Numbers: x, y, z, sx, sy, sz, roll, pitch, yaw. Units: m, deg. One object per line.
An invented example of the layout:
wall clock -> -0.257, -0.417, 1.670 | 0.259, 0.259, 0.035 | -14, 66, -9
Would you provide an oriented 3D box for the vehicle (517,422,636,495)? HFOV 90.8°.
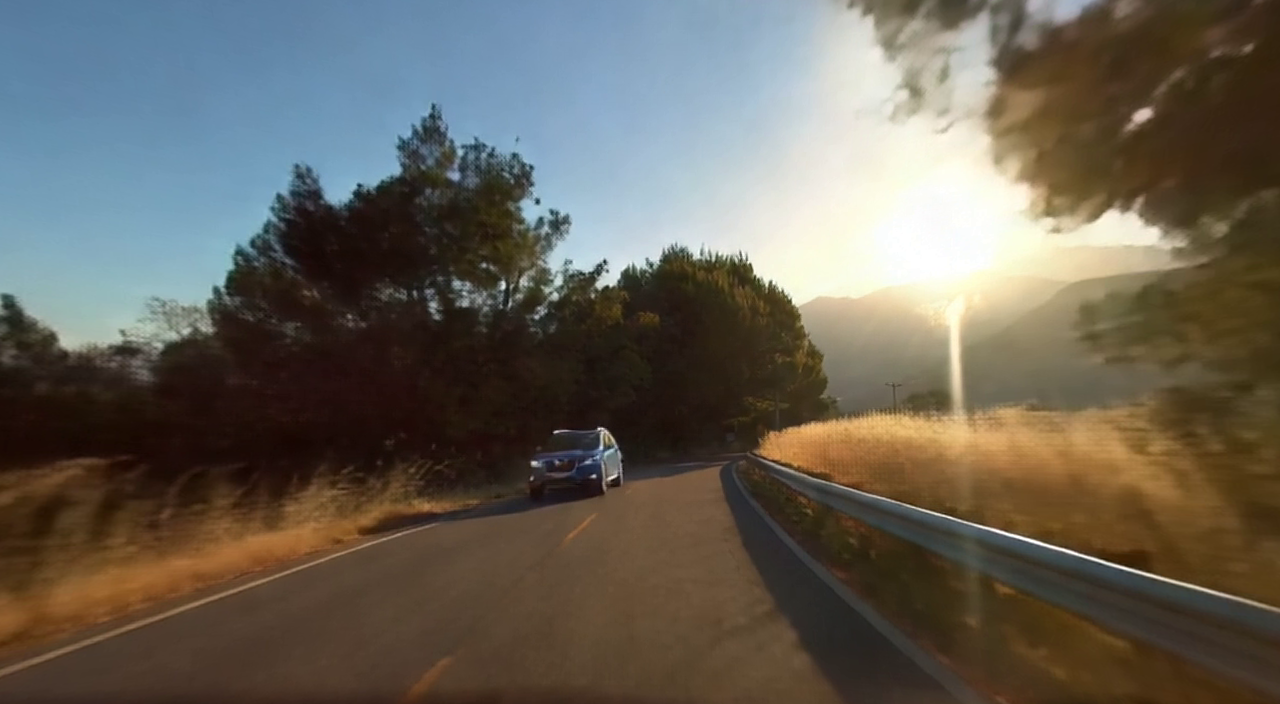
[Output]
vehicle -> -1.606, 3.005, 18.134 | 2.251, 1.799, 4.776 | -2, -8, 9
